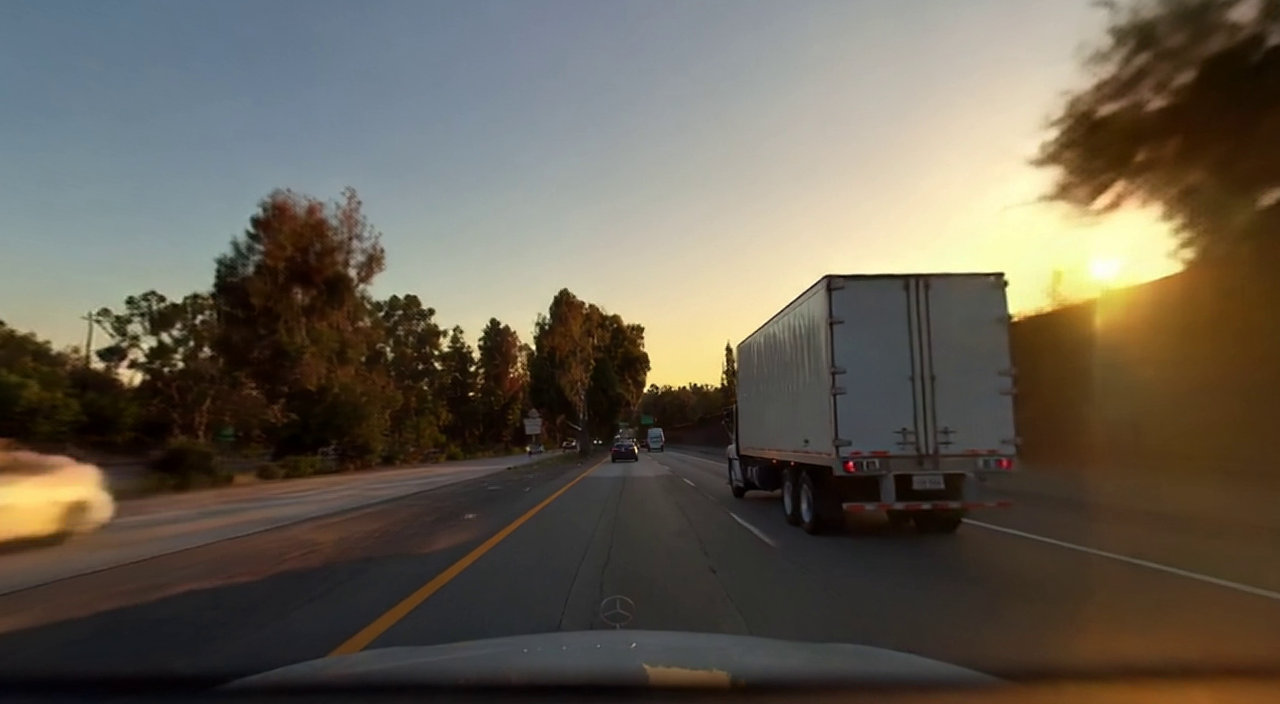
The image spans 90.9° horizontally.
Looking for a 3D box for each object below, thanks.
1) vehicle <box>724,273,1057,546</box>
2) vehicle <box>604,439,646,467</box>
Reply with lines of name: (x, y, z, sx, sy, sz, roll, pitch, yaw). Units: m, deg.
vehicle: (3.738, 1.237, 12.251, 2.921, 3.526, 8.207, 0, -8, -1)
vehicle: (-0.837, 5.660, 35.743, 2.259, 1.466, 3.693, 0, -8, -1)
